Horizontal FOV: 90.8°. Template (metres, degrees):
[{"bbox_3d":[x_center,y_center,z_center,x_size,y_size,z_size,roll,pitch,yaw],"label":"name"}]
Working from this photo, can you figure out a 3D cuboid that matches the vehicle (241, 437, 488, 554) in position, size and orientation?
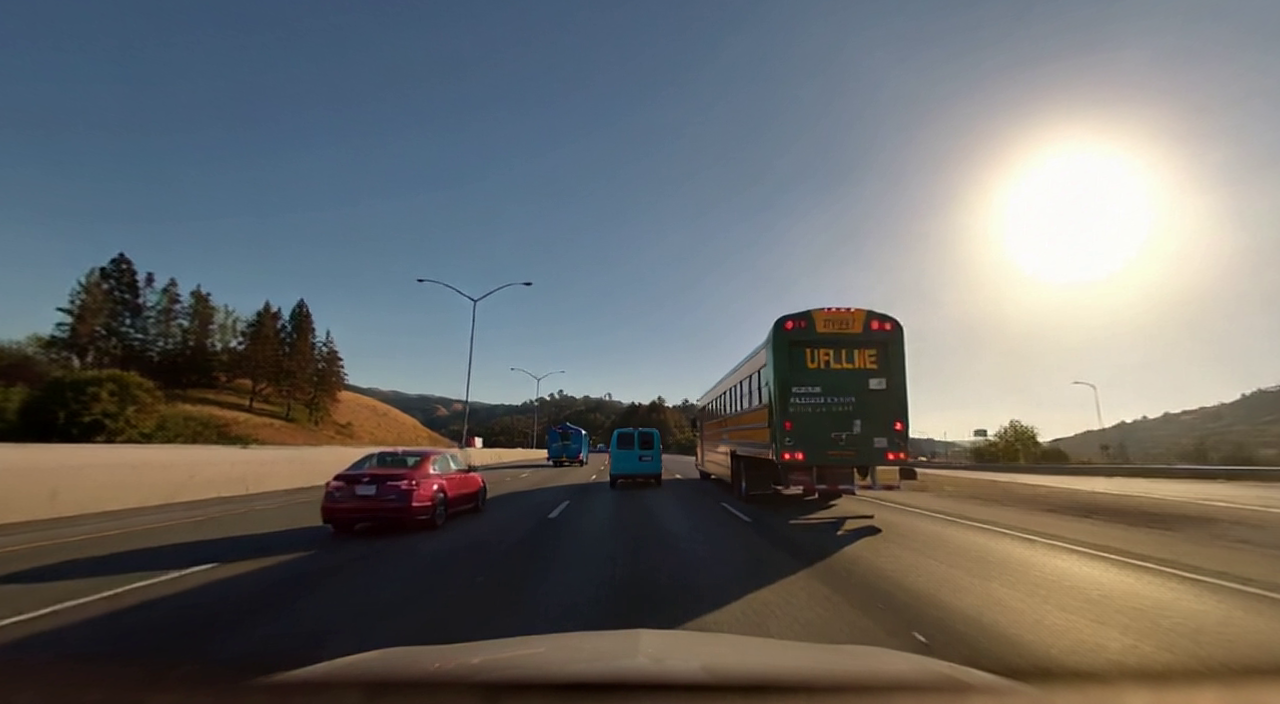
[{"bbox_3d":[-3.995,2.139,10.129,2.039,1.453,4.197,0,-9,0],"label":"vehicle"}]

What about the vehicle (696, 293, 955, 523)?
[{"bbox_3d":[3.862,1.930,17.867,3.006,4.101,13.245,0,-9,-1],"label":"vehicle"}]

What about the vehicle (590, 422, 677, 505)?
[{"bbox_3d":[-0.224,2.948,17.083,2.037,1.929,4.343,0,-9,-2],"label":"vehicle"}]

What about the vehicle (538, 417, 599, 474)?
[{"bbox_3d":[-4.072,5.602,37.731,2.947,3.009,7.991,0,-9,-1],"label":"vehicle"}]
